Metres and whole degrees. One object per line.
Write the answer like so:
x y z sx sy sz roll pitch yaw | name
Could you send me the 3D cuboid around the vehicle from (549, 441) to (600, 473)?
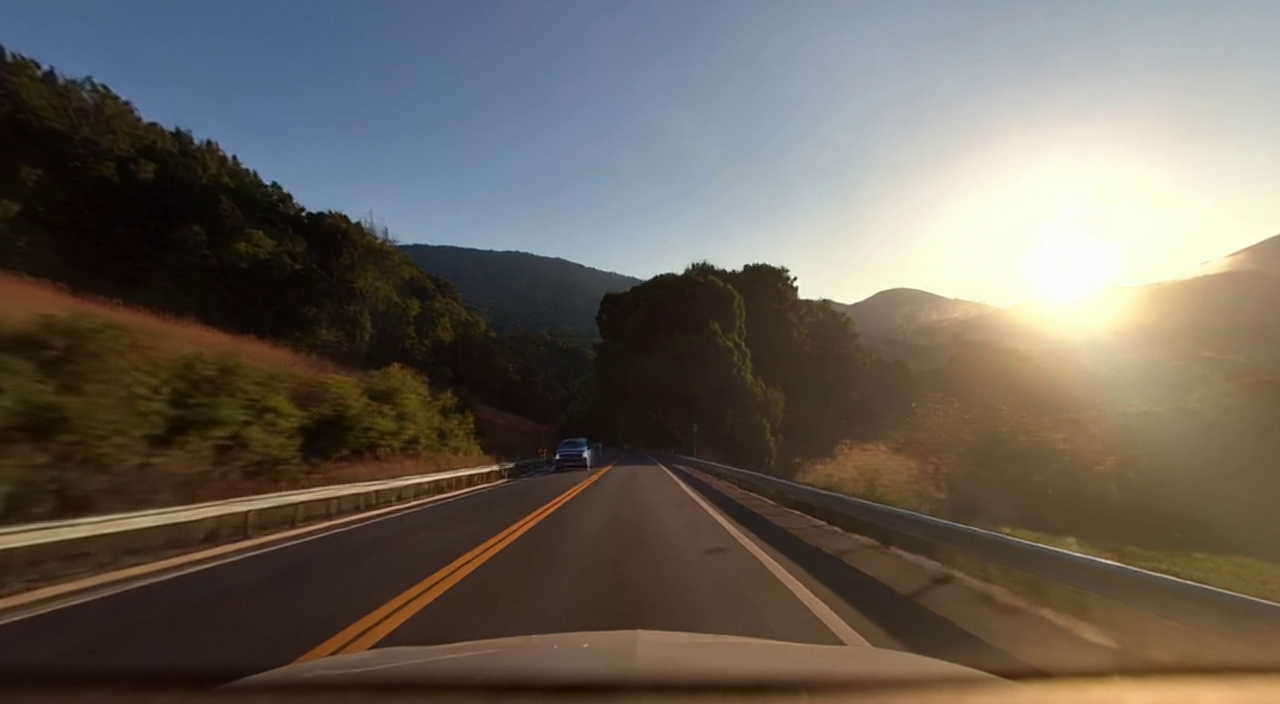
-3.831 6.299 38.100 2.415 1.750 4.927 0 -9 1 | vehicle
